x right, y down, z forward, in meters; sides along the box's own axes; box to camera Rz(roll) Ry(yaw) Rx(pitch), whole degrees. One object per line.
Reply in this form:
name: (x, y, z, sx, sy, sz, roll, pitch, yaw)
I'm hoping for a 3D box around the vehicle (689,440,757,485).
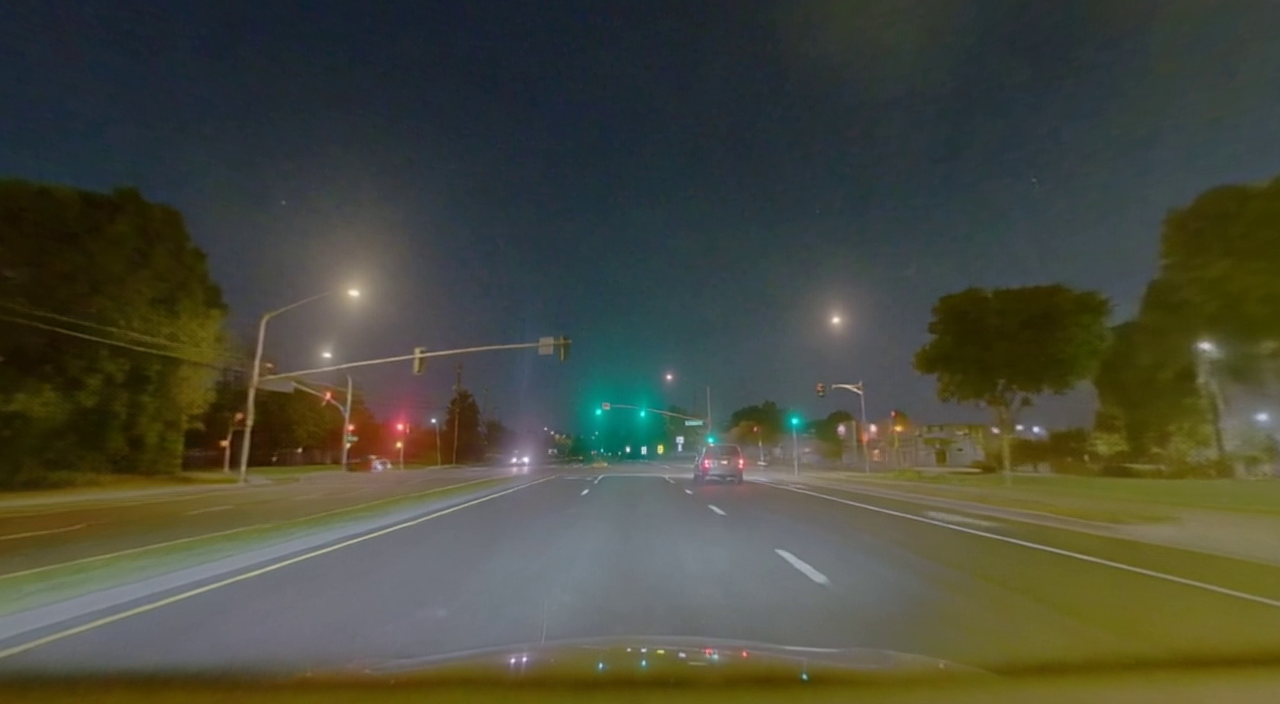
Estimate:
vehicle: (3.561, 4.847, 27.964, 2.240, 1.781, 4.433, 0, -8, -2)
